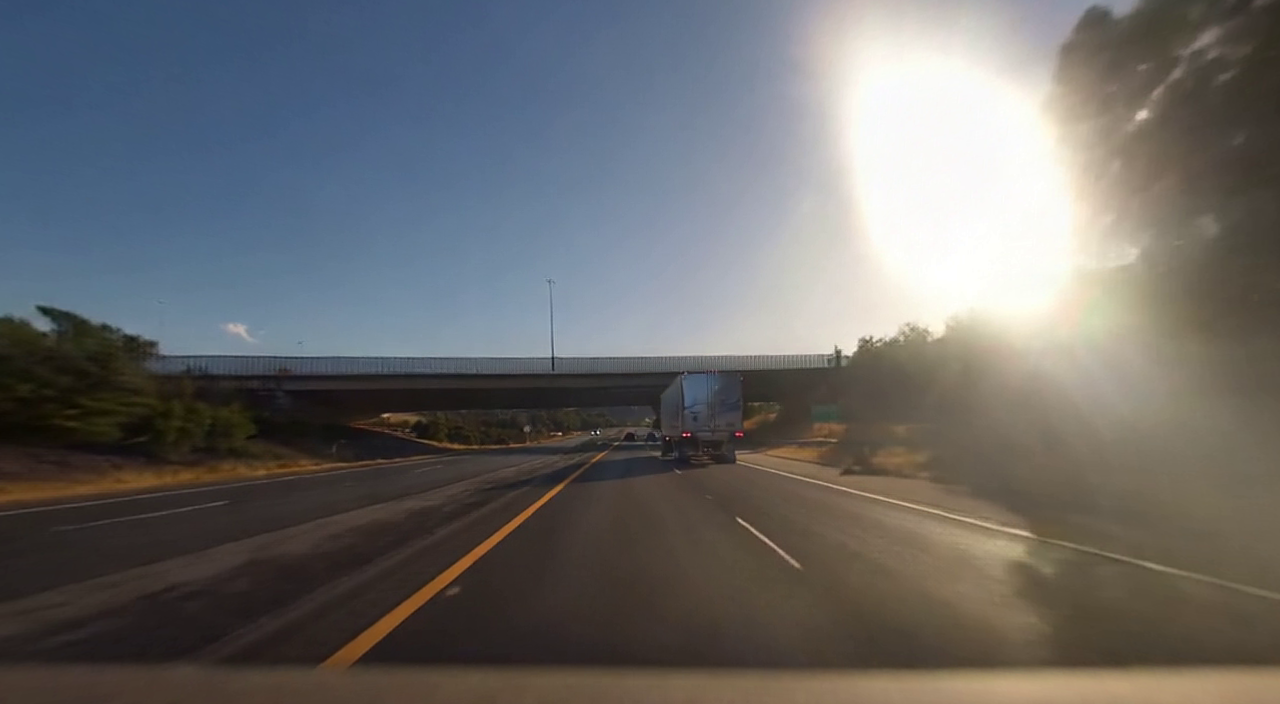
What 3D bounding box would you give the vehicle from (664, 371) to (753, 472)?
[{"bbox_3d":[2.814,3.233,28.614,2.949,3.877,8.528,0,-8,-1],"label":"vehicle"}]
